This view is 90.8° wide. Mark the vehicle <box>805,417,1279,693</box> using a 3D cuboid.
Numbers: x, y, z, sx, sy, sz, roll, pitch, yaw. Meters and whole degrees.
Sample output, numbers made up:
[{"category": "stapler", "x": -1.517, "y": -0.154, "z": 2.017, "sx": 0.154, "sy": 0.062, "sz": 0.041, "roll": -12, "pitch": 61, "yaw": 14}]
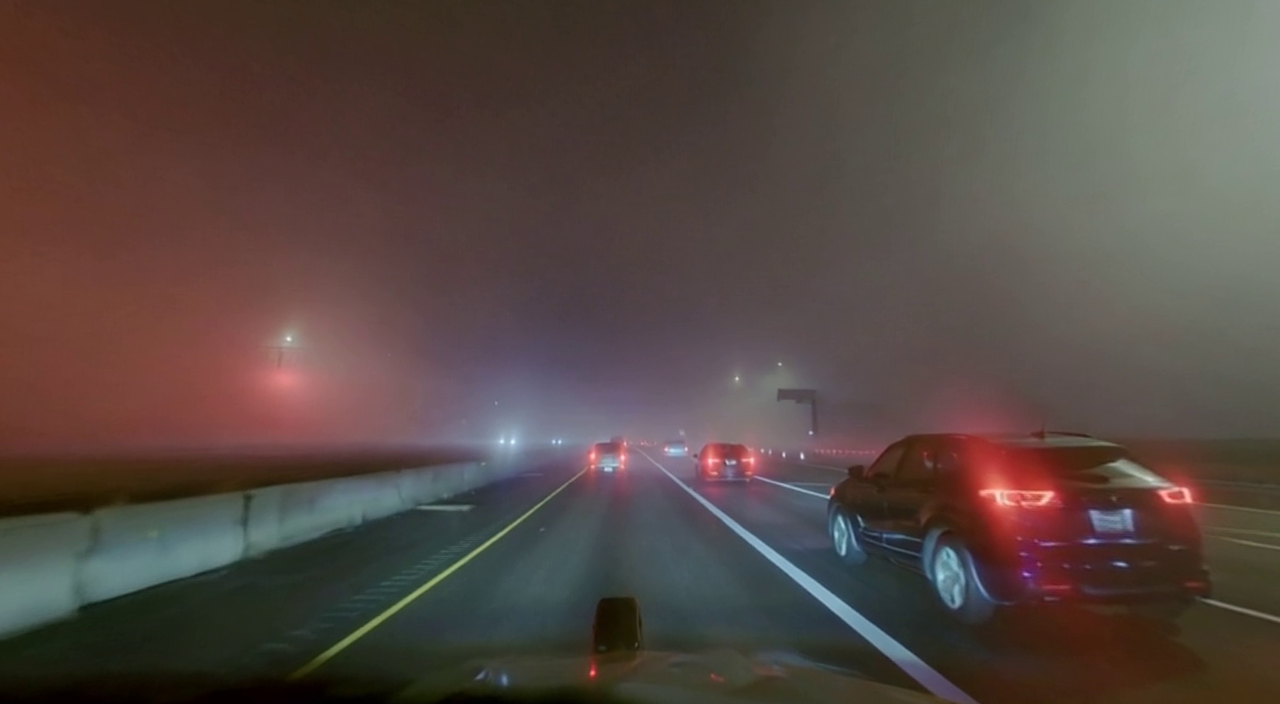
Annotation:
[{"category": "vehicle", "x": 3.081, "y": 1.401, "z": 5.593, "sx": 1.996, "sy": 1.455, "sz": 4.281, "roll": 0, "pitch": -8, "yaw": -1}]

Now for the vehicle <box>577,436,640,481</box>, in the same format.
[{"category": "vehicle", "x": -1.080, "y": 3.808, "z": 22.834, "sx": 2.069, "sy": 1.470, "sz": 4.004, "roll": 0, "pitch": -8, "yaw": -1}]

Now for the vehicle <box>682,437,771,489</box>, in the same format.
[{"category": "vehicle", "x": 2.622, "y": 3.484, "z": 20.247, "sx": 2.042, "sy": 1.460, "sz": 4.451, "roll": 0, "pitch": -8, "yaw": -2}]
